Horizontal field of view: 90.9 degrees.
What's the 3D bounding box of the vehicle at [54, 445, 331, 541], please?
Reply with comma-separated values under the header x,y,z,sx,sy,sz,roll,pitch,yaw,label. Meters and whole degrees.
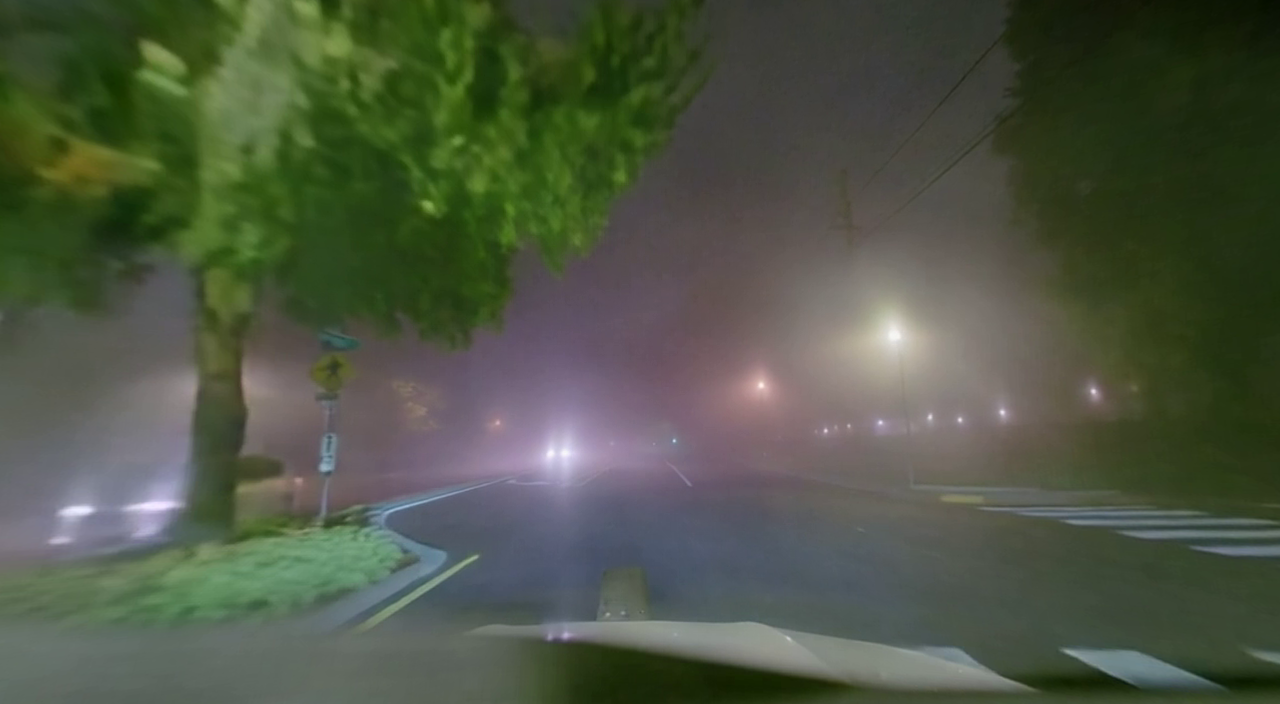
x,y,z,sx,sy,sz,roll,pitch,yaw,label
-8.112,2.534,12.142,1.900,1.472,4.574,0,-8,1,vehicle
